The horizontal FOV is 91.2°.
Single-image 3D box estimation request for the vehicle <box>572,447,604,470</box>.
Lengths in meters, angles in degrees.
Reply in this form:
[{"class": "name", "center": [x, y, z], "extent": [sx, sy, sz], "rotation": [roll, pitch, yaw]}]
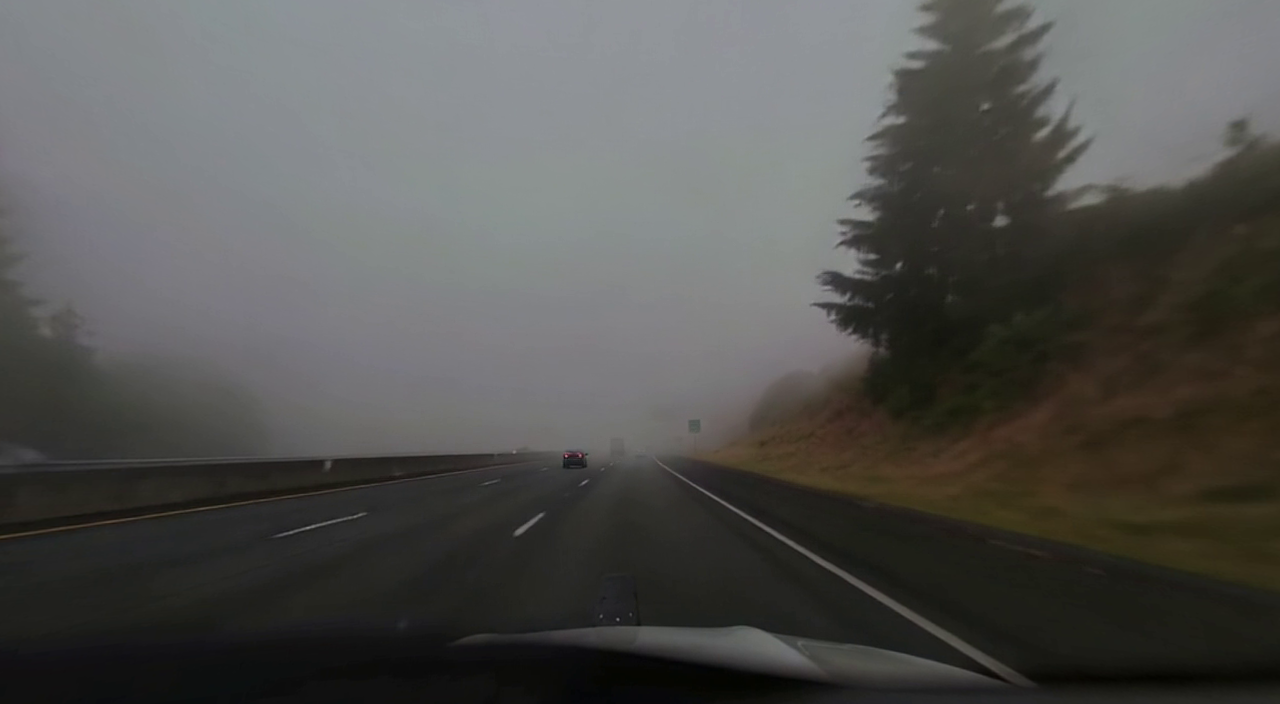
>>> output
[{"class": "vehicle", "center": [-3.479, 7.196, 42.619], "extent": [1.895, 1.482, 3.852], "rotation": [0, -9, 0]}]
